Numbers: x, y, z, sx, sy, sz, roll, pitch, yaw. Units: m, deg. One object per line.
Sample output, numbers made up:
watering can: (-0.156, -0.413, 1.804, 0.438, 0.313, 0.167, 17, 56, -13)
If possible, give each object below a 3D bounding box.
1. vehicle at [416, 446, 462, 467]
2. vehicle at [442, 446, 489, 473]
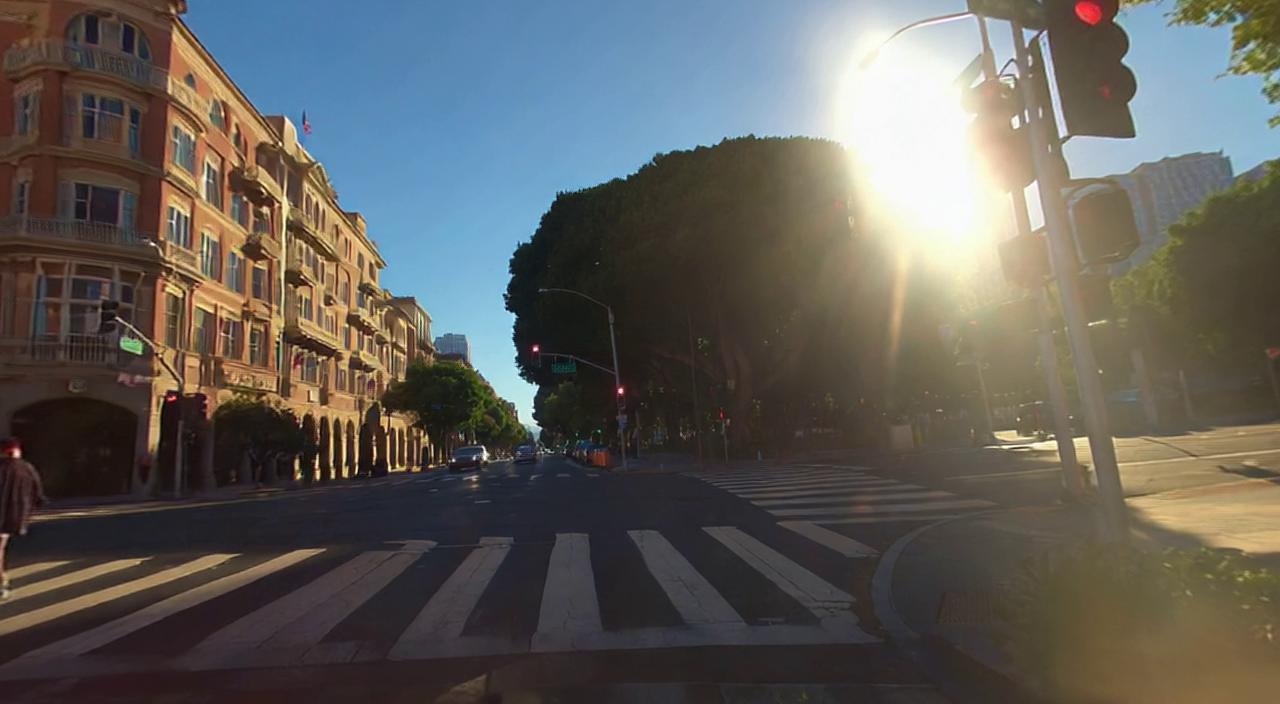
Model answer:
vehicle: (-15.529, 7.998, 48.629, 2.028, 1.479, 4.427, 6, -10, -35)
vehicle: (-10.458, 6.469, 38.154, 2.196, 1.503, 4.371, 1, -8, -8)
